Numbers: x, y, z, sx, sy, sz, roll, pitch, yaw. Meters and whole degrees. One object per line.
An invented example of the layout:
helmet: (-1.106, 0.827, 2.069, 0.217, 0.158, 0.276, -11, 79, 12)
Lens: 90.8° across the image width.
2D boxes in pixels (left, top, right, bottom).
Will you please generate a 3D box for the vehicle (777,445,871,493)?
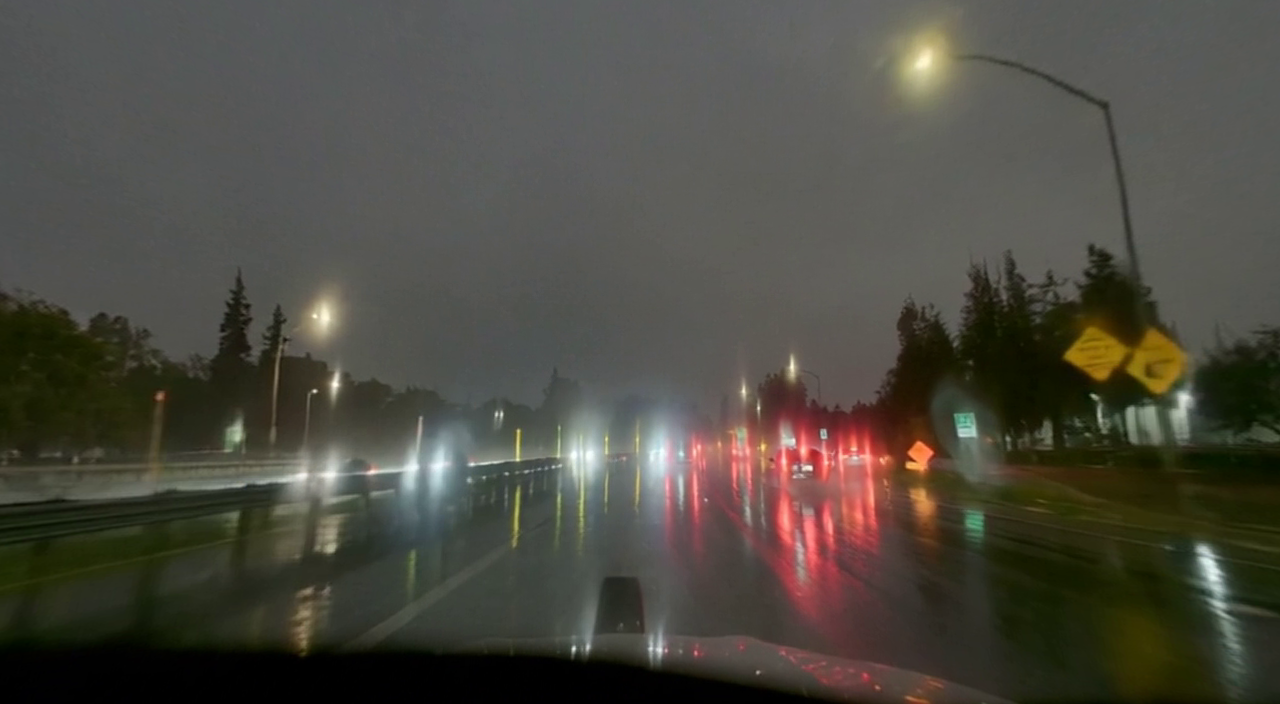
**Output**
vehicle: (6.189, 3.956, 21.743, 2.044, 1.474, 4.083, 0, -9, 1)

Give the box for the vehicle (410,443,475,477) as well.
vehicle: (-10.734, 5.893, 34.685, 1.957, 1.688, 4.315, -1, -9, 4)

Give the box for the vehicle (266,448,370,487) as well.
vehicle: (-14.671, 5.275, 29.161, 2.186, 1.628, 4.551, -1, -9, 4)

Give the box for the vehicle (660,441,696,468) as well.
vehicle: (2.517, 6.649, 41.141, 2.201, 1.676, 4.541, -1, -9, 4)
